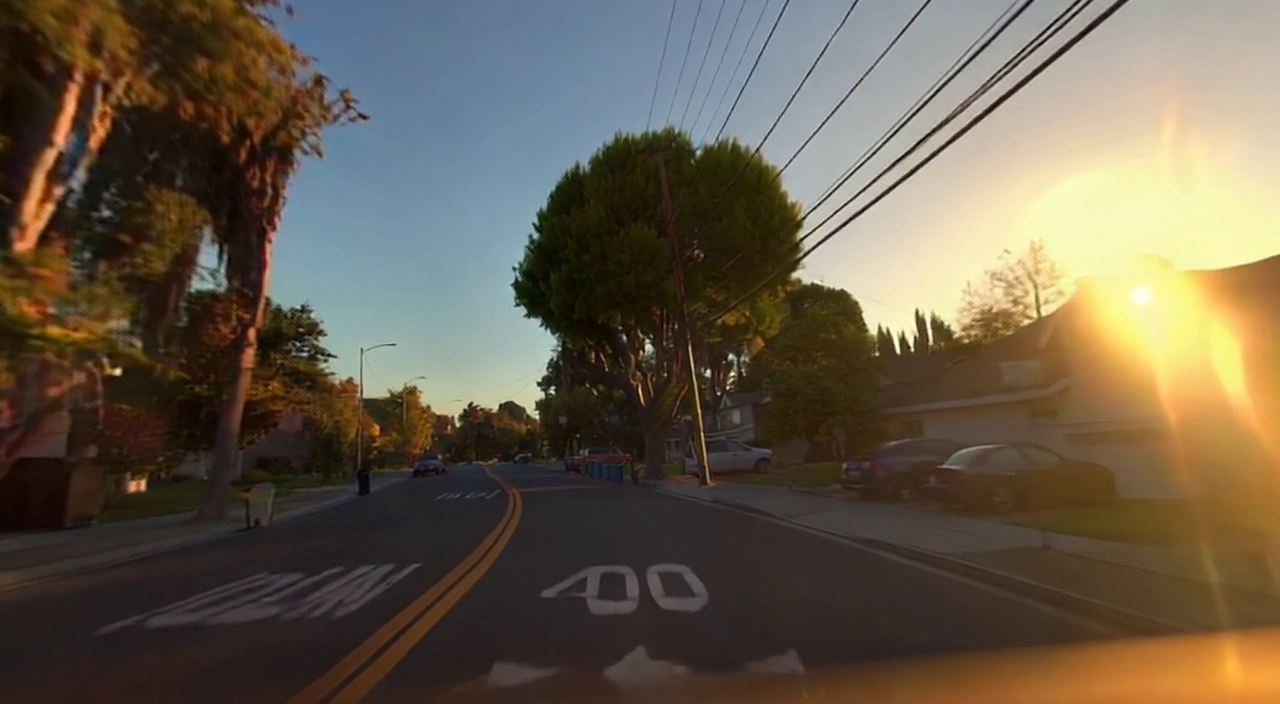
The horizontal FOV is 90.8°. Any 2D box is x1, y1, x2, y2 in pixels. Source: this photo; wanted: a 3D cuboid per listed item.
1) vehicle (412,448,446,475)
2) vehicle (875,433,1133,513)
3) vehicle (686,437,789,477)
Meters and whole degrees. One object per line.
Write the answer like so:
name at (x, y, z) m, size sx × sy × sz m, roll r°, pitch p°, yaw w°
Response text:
vehicle at (-16.156, 8.469, 48.543) m, size 2.046 × 1.777 × 4.473 m, roll 0°, pitch -12°, yaw -14°
vehicle at (7.622, 2.554, 13.528) m, size 4.382 × 1.531 × 1.925 m, roll 1°, pitch -9°, yaw -5°
vehicle at (4.551, 4.959, 29.785) m, size 4.337 × 1.768 × 1.962 m, roll 3°, pitch -9°, yaw -12°
